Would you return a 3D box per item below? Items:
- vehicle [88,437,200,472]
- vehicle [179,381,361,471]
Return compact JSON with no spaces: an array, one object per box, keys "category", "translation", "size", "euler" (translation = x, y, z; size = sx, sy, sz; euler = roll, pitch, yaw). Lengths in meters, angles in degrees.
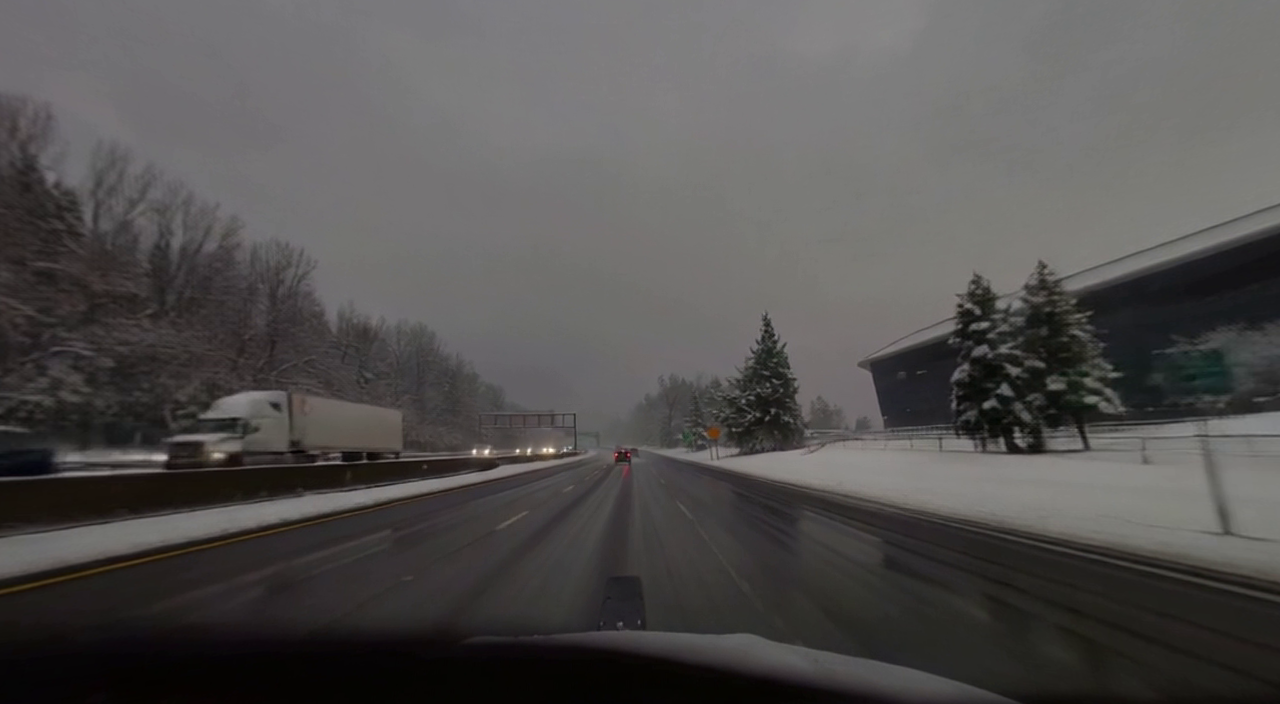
[{"category":"vehicle","translation":[-24.212,5.021,31.013],"size":[1.886,1.573,4.304],"euler":[-1,-9,2]},{"category":"vehicle","translation":[-18.808,4.095,33.451],"size":[2.999,3.950,11.072],"euler":[0,-9,-1]}]
